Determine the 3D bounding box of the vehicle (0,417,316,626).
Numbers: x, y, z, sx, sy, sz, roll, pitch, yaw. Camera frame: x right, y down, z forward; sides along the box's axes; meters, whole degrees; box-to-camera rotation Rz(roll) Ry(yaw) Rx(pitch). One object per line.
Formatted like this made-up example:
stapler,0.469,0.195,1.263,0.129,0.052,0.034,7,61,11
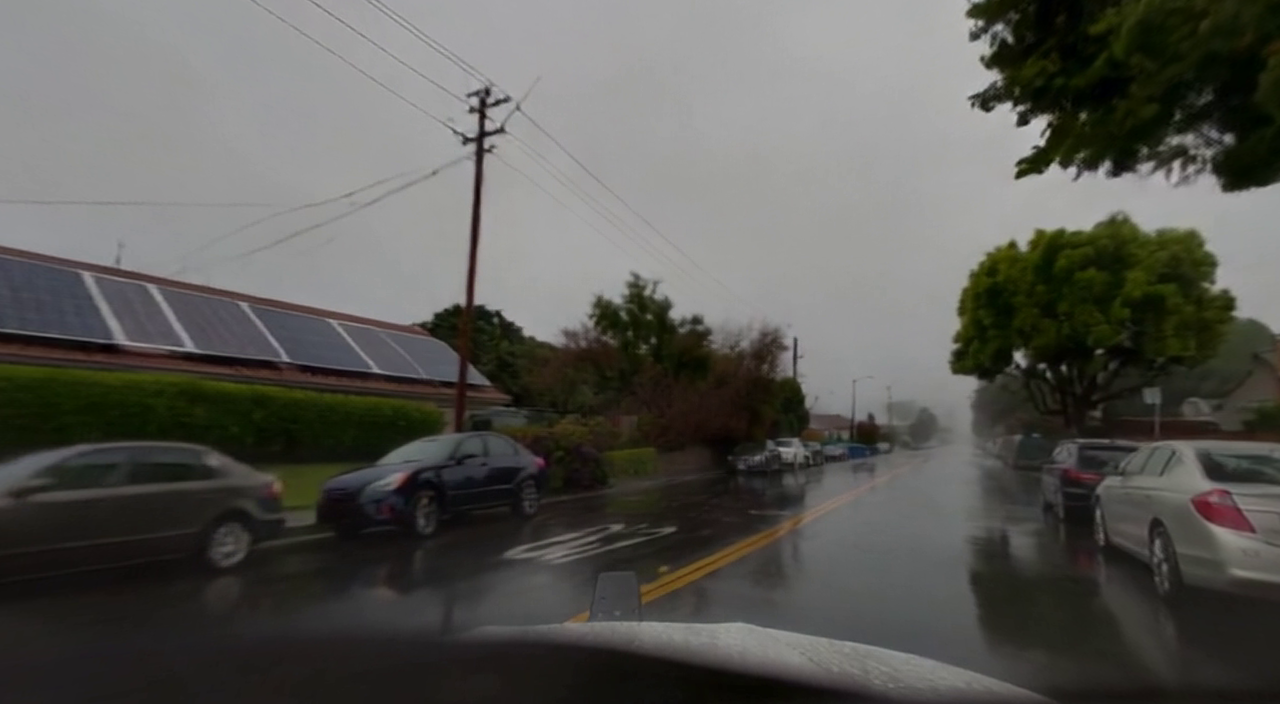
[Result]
vehicle,-5.190,1.370,5.444,1.805,1.488,3.838,-5,-10,27

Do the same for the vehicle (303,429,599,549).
vehicle,-2.692,2.014,10.197,1.848,1.406,4.601,-6,-9,28

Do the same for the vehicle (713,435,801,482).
vehicle,4.558,3.987,23.887,1.901,1.472,4.676,-8,-10,26

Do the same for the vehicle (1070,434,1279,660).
vehicle,5.750,1.557,6.121,1.969,1.478,4.632,-4,-8,27
